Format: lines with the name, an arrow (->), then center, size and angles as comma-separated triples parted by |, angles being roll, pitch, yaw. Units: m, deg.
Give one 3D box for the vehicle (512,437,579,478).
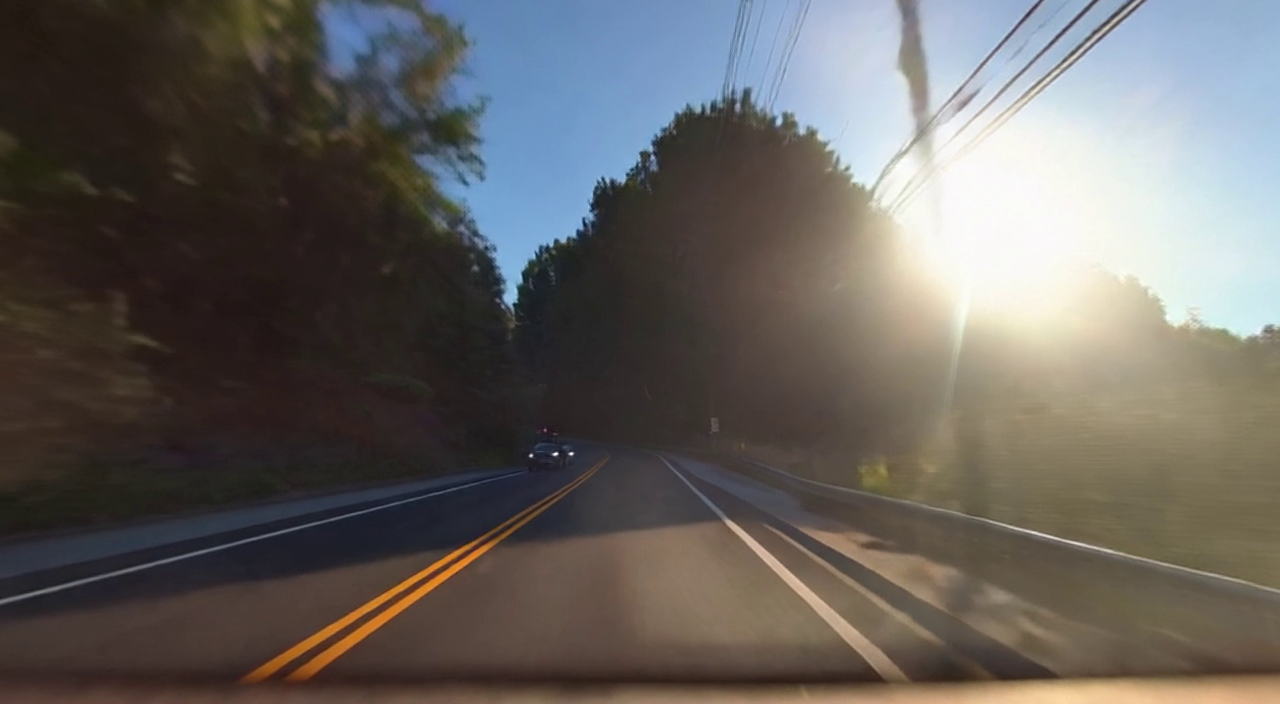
vehicle -> -4.428, 5.075, 30.750 | 2.172, 1.744, 6.543 | -1, -8, 1
